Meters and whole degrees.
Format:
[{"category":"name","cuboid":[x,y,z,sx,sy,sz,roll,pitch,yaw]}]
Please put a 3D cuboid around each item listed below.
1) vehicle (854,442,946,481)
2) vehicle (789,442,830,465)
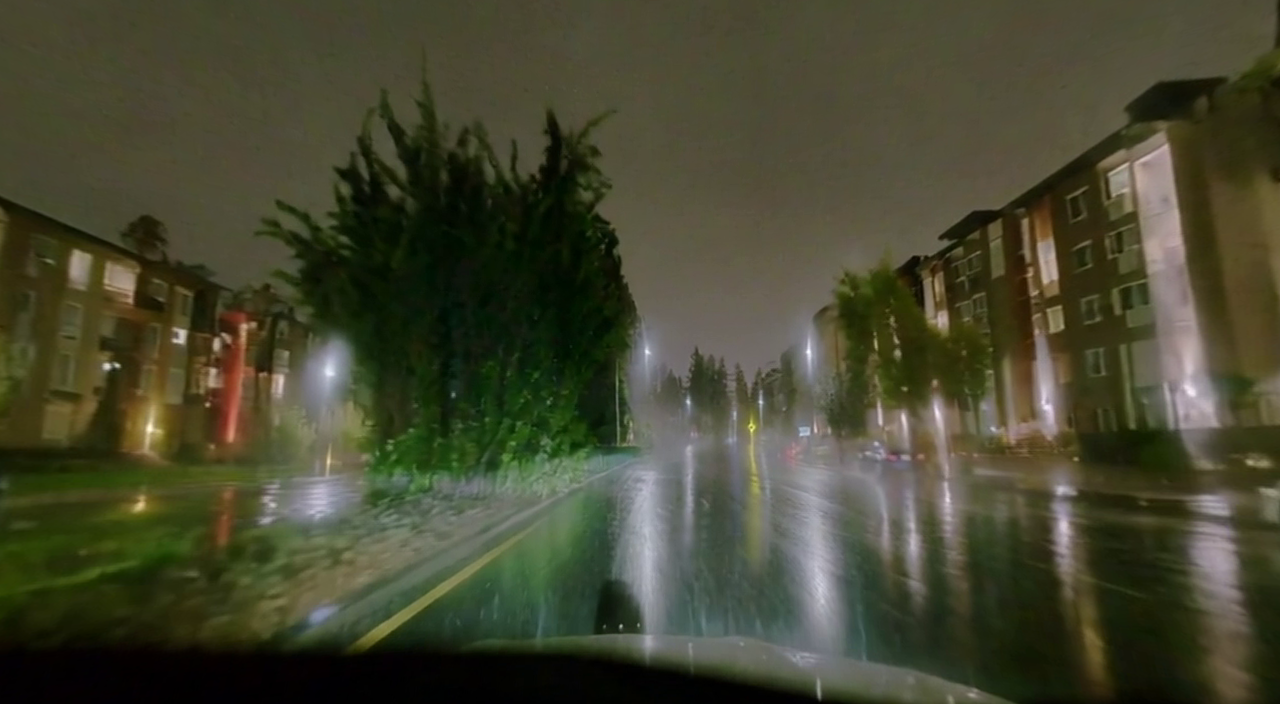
[{"category":"vehicle","cuboid":[10.687,4.523,26.379,1.897,1.455,4.586,0,-8,0]},{"category":"vehicle","cuboid":[11.703,7.006,43.791,1.876,1.450,4.596,-1,-8,4]}]
